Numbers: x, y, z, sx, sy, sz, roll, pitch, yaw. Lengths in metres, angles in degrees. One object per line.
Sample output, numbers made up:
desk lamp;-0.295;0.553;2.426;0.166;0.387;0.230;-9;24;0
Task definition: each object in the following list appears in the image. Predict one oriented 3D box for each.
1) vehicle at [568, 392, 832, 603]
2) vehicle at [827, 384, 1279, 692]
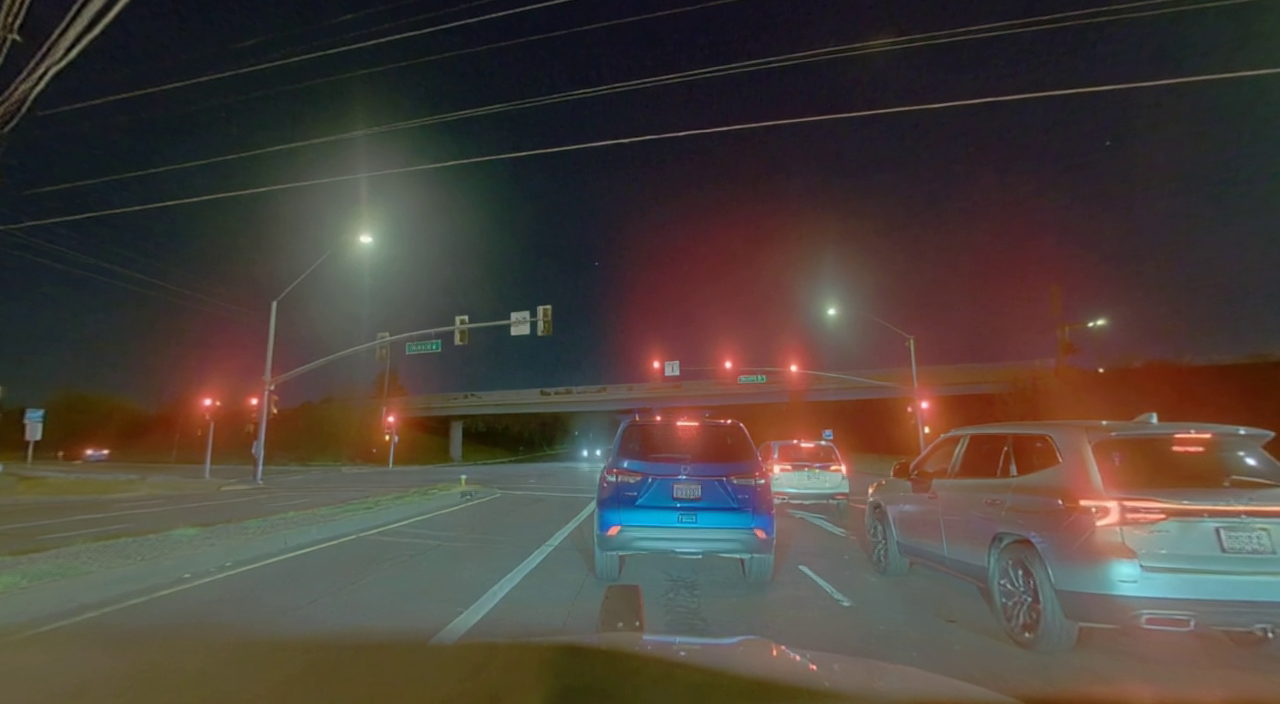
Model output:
vehicle;0.455;1.557;7.616;2.240;1.778;4.335;0;-8;-1
vehicle;3.411;1.341;5.785;1.990;1.649;4.625;0;-8;0
